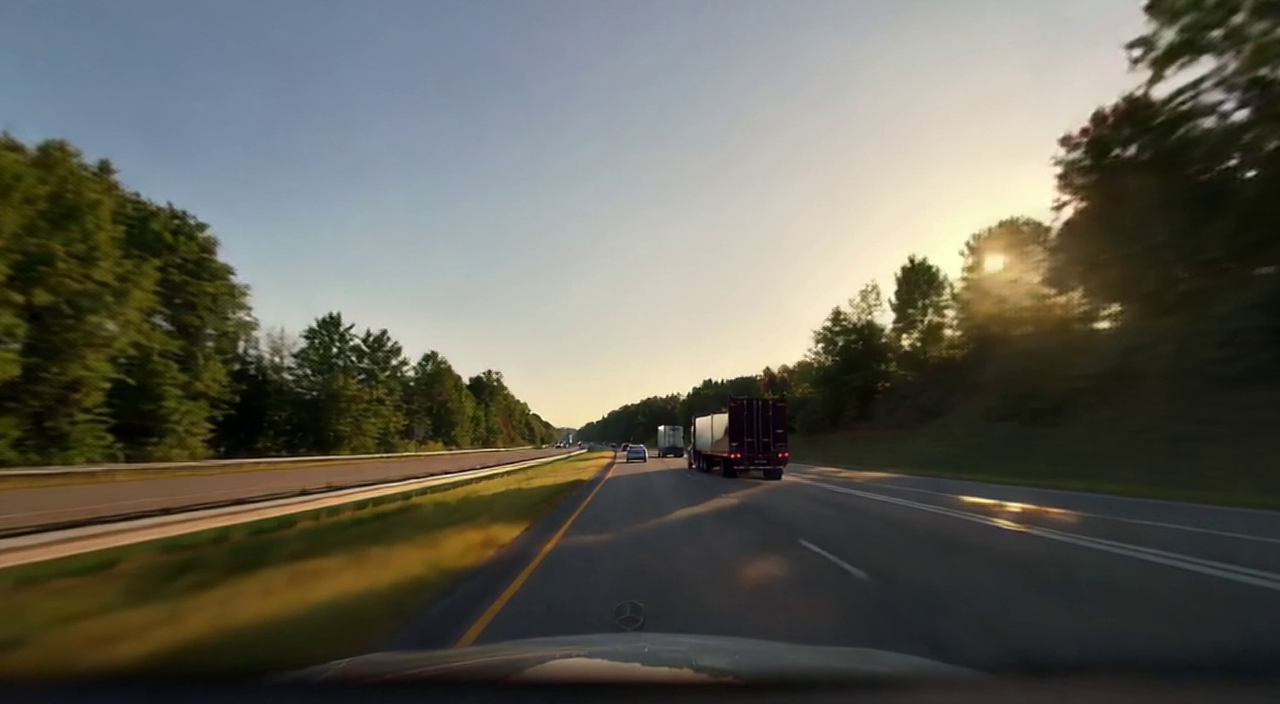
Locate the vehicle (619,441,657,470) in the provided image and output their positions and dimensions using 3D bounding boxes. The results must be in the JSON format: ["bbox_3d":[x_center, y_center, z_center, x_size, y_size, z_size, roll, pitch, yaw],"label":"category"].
[{"bbox_3d":[-0.174,5.866,35.984,2.051,1.513,4.511,0,-9,-2],"label":"vehicle"}]

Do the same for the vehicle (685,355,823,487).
[{"bbox_3d":[4.019,3.195,26.759,2.883,4.057,14.579,0,-9,-1],"label":"vehicle"}]
